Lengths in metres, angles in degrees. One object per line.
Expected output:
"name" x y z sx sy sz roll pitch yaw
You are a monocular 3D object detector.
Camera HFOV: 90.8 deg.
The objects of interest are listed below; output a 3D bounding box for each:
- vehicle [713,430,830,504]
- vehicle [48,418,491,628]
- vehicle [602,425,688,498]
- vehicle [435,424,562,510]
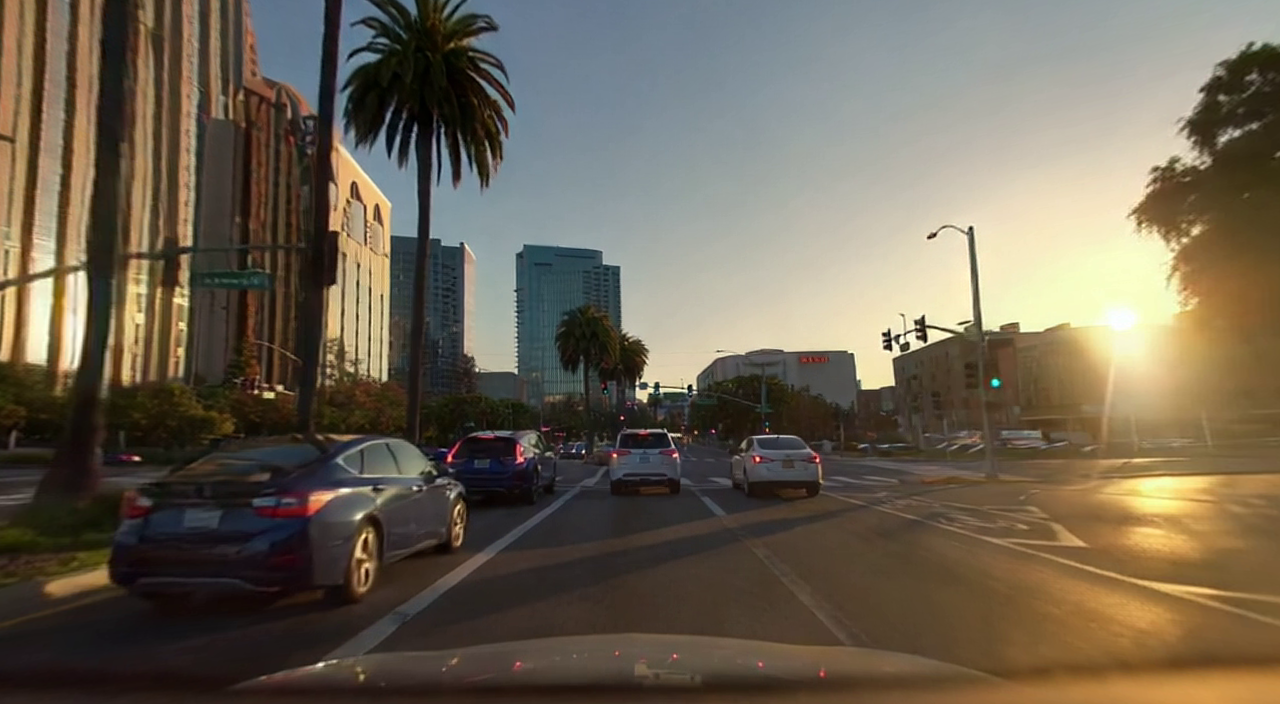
"vehicle" 3.079 2.787 15.698 1.936 1.567 3.896 0 -9 -2
"vehicle" -3.199 1.568 6.875 1.962 1.480 4.605 0 -9 1
"vehicle" 0.127 2.947 17.290 2.060 1.730 4.257 0 -9 0
"vehicle" -3.092 2.613 14.787 1.938 1.713 4.048 0 -9 1
